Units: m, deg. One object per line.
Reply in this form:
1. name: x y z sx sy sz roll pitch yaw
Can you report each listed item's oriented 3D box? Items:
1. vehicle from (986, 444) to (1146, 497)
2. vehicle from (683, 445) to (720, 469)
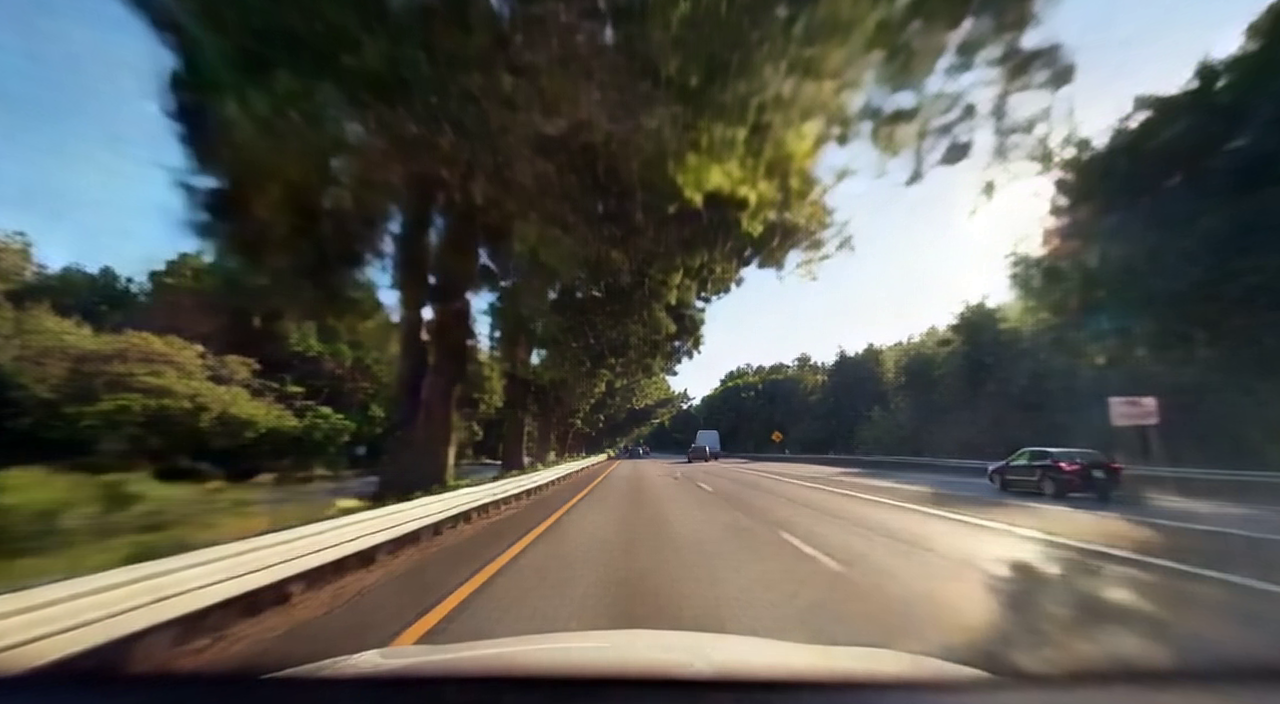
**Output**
1. vehicle: 12.408 3.448 18.690 1.926 1.386 3.719 1 -9 -5
2. vehicle: 4.222 7.316 44.073 2.058 1.605 4.116 0 -9 -2
